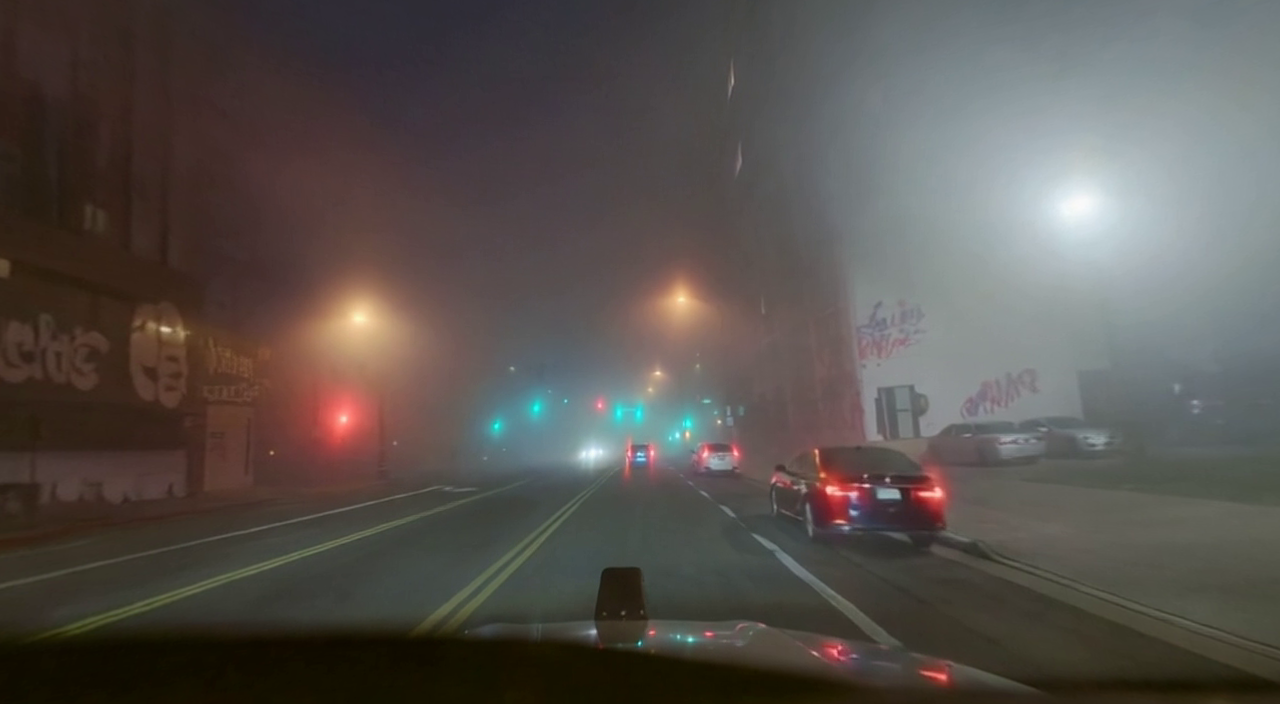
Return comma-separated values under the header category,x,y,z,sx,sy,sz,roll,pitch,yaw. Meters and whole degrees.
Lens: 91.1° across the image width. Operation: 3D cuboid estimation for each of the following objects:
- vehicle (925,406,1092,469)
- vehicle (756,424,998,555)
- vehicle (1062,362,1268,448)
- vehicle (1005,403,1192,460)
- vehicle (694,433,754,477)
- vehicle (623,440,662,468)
category,x,y,z,sx,sy,sz,roll,pitch,yaw
vehicle,10.863,2.607,19.053,1.956,1.514,4.862,-4,-8,-2
vehicle,3.212,1.962,9.626,2.062,1.535,4.206,0,-9,0
vehicle,15.530,1.749,19.056,1.969,2.282,4.731,0,-9,-1
vehicle,13.246,2.406,18.617,1.819,1.450,4.707,0,-9,-3
vehicle,3.496,4.396,26.921,1.938,1.714,4.402,0,-9,-1
vehicle,0.140,5.883,36.373,2.153,1.505,4.452,0,-9,0
